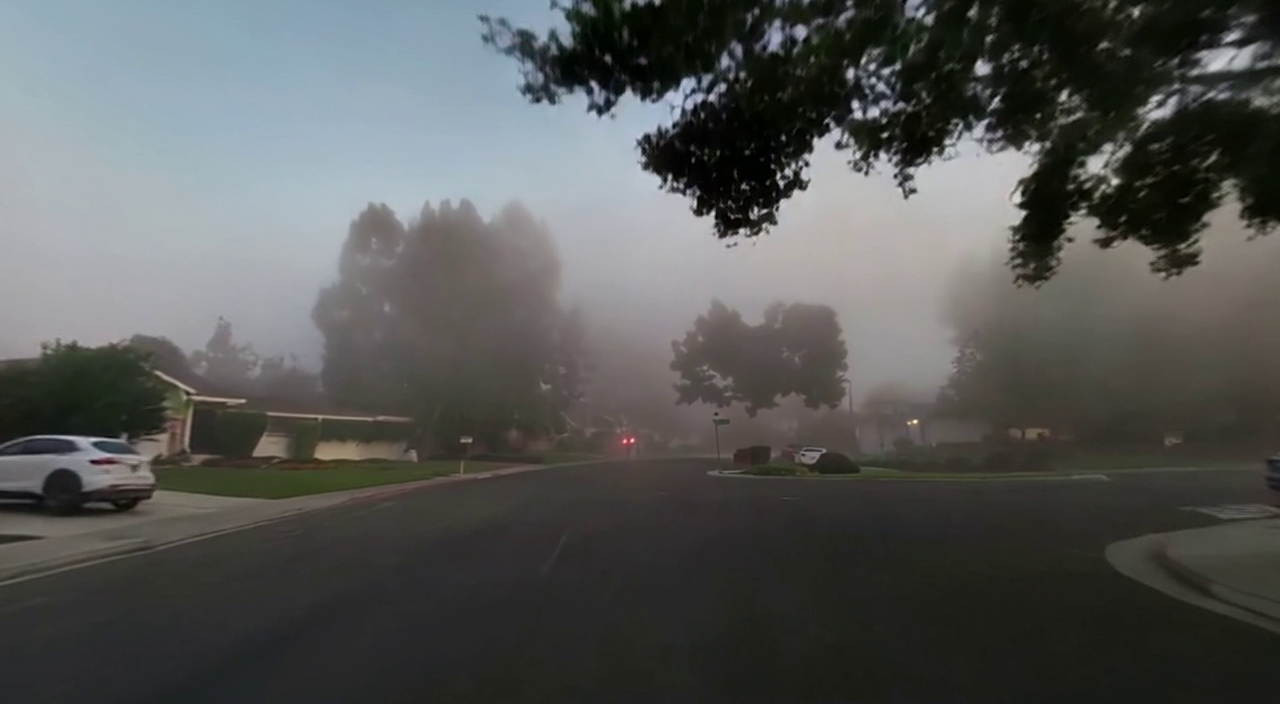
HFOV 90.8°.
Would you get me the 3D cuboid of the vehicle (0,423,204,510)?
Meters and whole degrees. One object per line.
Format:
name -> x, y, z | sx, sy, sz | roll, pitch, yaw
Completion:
vehicle -> -12.703, 2.431, 13.782 | 4.790, 1.627, 2.112 | 1, -5, -1
